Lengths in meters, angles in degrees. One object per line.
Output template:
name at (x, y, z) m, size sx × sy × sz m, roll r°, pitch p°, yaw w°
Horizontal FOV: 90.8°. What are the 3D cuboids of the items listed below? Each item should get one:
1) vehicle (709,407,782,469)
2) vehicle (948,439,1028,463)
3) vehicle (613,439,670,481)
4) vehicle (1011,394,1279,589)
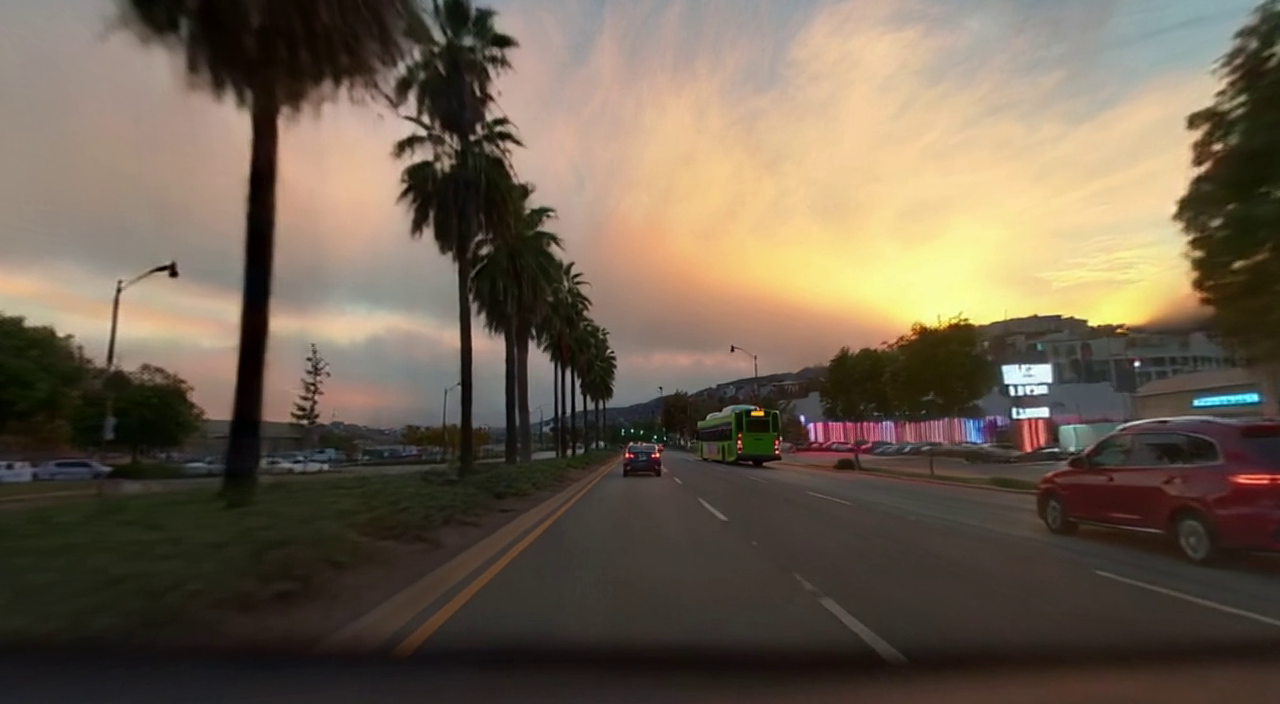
vehicle at (6.350, 5.460, 39.559) m, size 2.795 × 3.383 × 9.287 m, roll 0°, pitch -9°, yaw -1°
vehicle at (23.079, 6.611, 42.000) m, size 4.229 × 1.428 × 1.883 m, roll 1°, pitch -9°, yaw 0°
vehicle at (0.016, 4.234, 24.960) m, size 2.065 × 1.477 × 4.306 m, roll 0°, pitch -9°, yaw -1°
vehicle at (6.567, 1.495, 7.268) m, size 2.031 × 1.670 × 4.154 m, roll 0°, pitch -9°, yaw 0°
